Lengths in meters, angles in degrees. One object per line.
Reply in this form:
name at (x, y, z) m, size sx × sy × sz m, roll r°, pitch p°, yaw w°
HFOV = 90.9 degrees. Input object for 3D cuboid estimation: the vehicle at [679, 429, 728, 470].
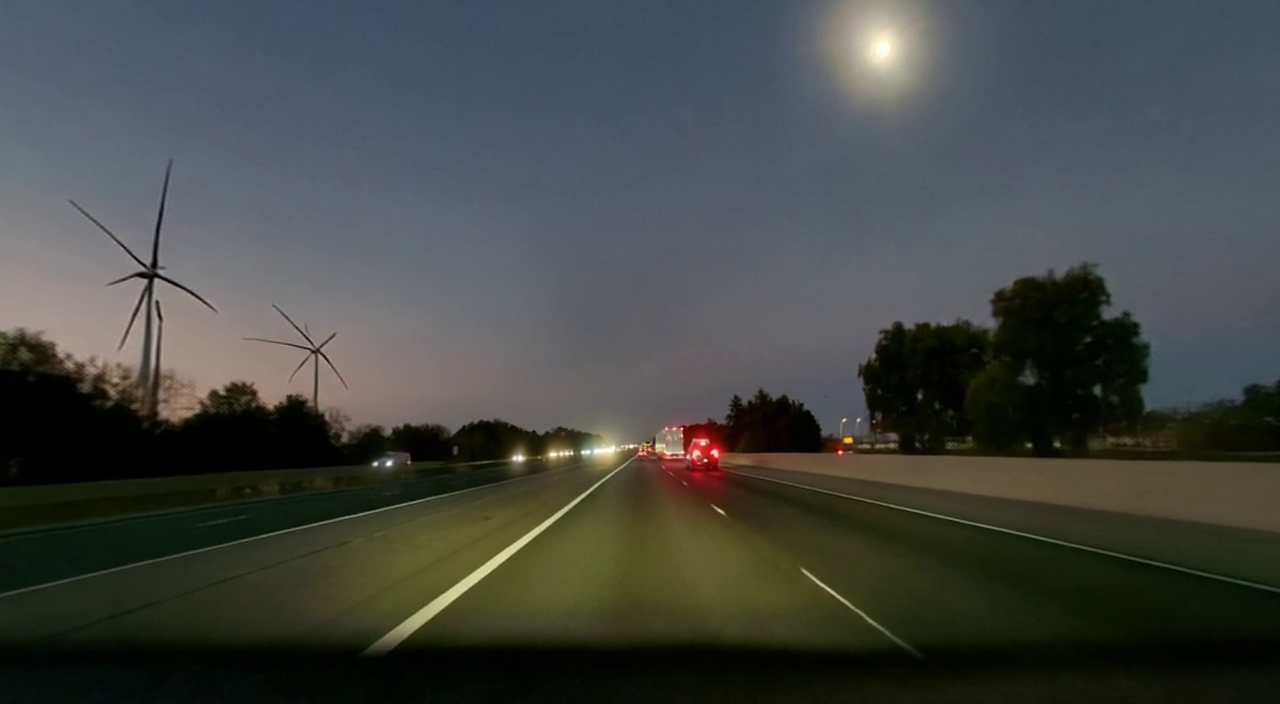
vehicle at (4.295, 6.740, 43.514) m, size 2.609 × 2.648 × 5.397 m, roll 0°, pitch -9°, yaw -2°
